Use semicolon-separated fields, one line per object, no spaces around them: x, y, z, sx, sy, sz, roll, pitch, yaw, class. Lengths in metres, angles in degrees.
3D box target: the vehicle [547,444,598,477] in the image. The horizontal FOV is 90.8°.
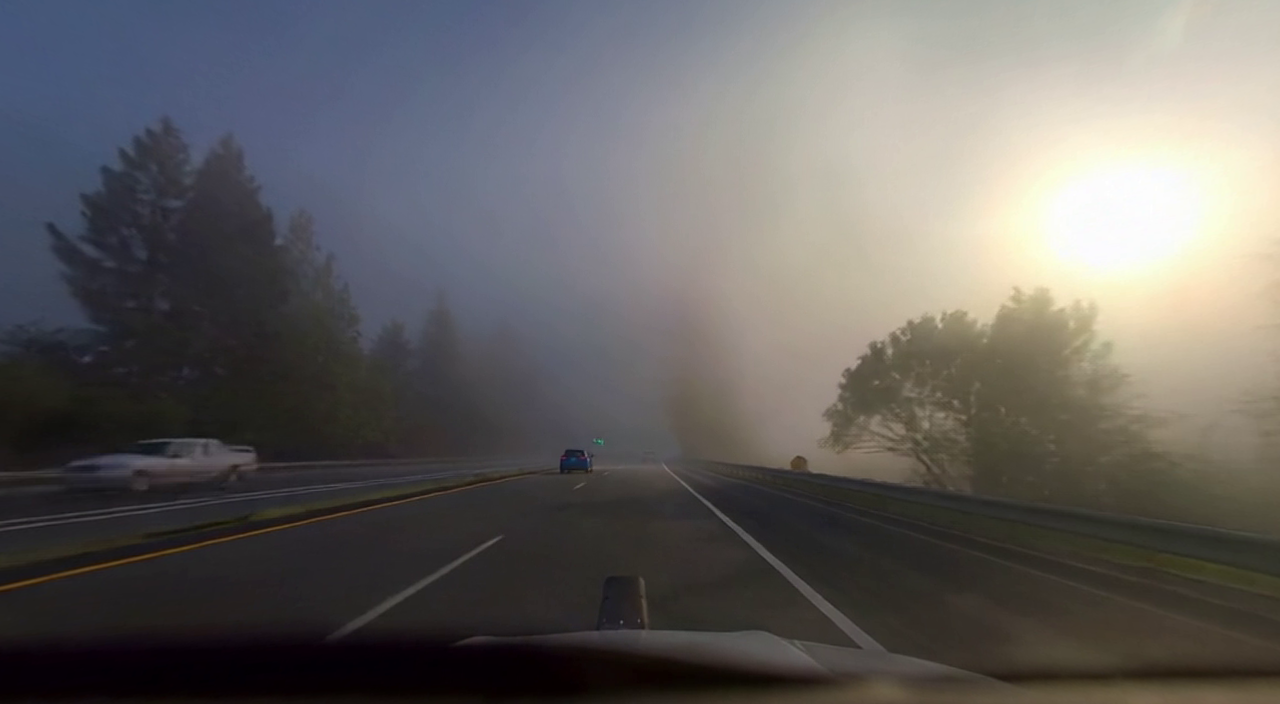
-3.441;5.619;33.033;2.088;1.586;4.000;0;-8;2;vehicle
